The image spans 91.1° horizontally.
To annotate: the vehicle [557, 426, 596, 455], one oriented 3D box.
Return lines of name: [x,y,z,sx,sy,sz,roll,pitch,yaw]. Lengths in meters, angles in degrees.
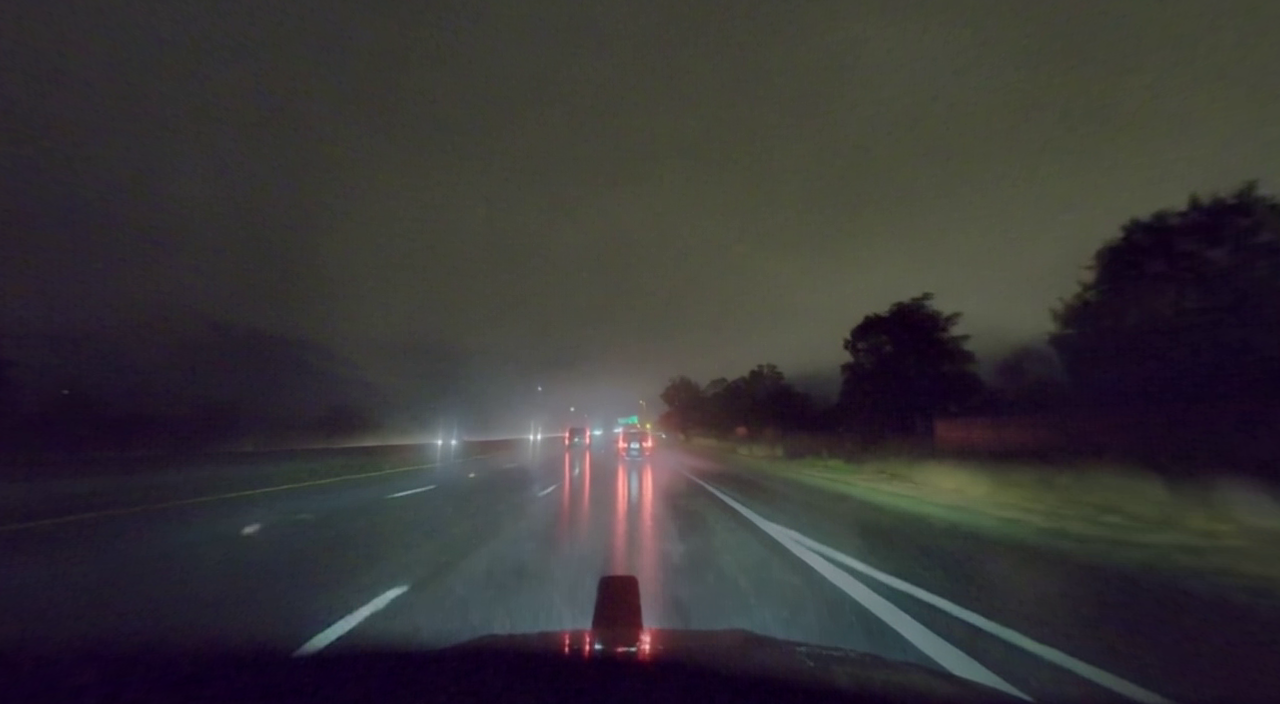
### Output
vehicle: [-4.368,6.191,43.998,2.251,1.938,4.708,0,-8,0]

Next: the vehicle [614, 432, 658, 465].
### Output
vehicle: [-0.257,4.599,30.114,1.948,1.470,3.913,0,-8,-2]
